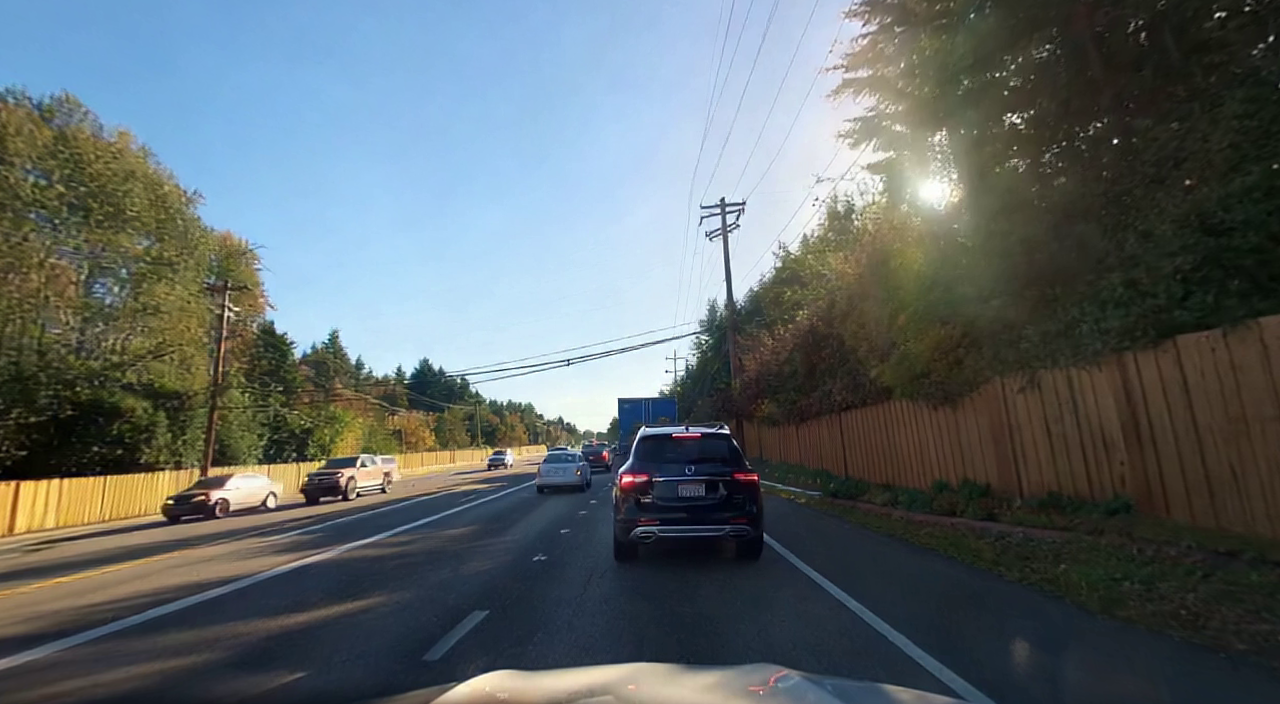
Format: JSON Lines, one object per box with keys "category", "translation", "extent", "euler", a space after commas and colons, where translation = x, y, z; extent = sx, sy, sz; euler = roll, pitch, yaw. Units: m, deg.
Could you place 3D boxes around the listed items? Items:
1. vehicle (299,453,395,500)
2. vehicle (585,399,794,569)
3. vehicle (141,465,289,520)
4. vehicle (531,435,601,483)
{"category": "vehicle", "translation": [-11.559, 4.898, 25.176], "extent": [1.893, 1.662, 3.966], "euler": [0, -9, 0]}
{"category": "vehicle", "translation": [0.491, 1.680, 8.683], "extent": [2.174, 1.749, 4.113], "euler": [0, -9, -1]}
{"category": "vehicle", "translation": [-14.806, 4.884, 22.351], "extent": [2.024, 1.467, 4.584], "euler": [-3, -9, 1]}
{"category": "vehicle", "translation": [-2.710, 4.058, 24.150], "extent": [2.037, 1.639, 4.213], "euler": [0, -9, 2]}
